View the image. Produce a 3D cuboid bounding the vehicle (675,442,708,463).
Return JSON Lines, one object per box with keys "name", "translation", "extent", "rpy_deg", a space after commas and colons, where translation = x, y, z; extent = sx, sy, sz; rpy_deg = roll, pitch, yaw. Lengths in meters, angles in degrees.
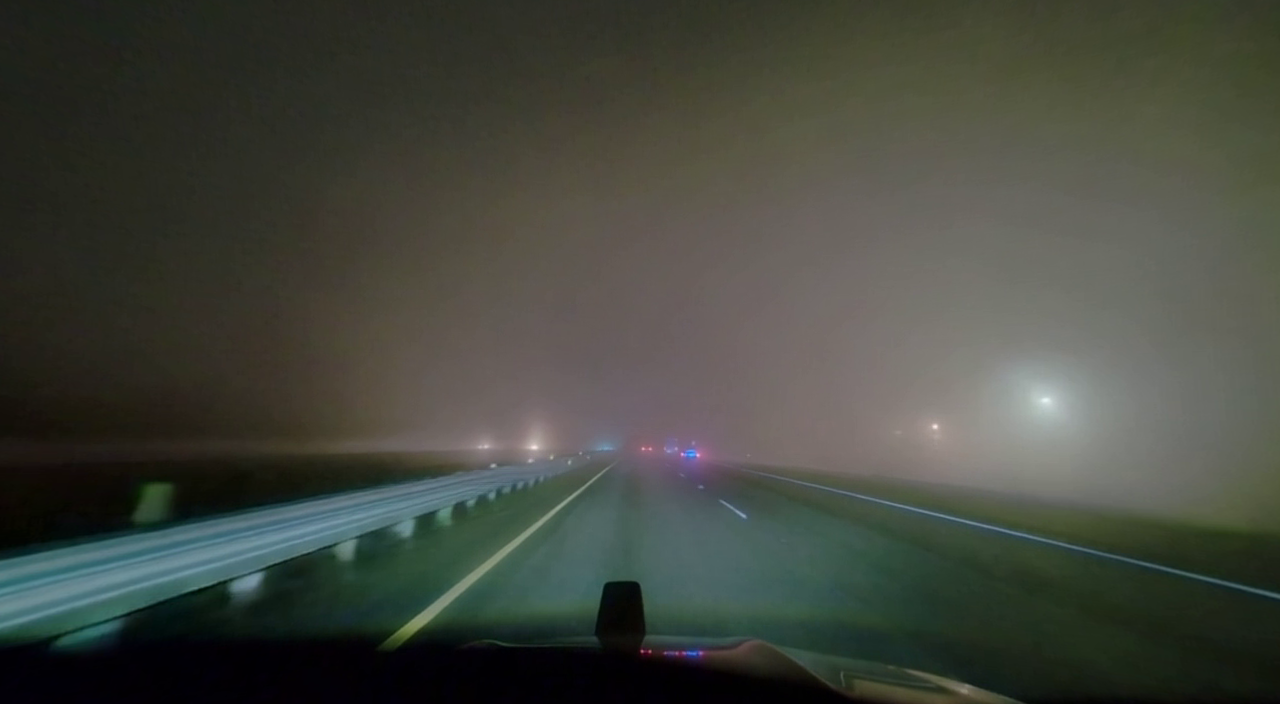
{"name": "vehicle", "translation": [3.817, 7.547, 47.305], "extent": [2.044, 1.527, 4.658], "rpy_deg": [0, -8, 0]}
